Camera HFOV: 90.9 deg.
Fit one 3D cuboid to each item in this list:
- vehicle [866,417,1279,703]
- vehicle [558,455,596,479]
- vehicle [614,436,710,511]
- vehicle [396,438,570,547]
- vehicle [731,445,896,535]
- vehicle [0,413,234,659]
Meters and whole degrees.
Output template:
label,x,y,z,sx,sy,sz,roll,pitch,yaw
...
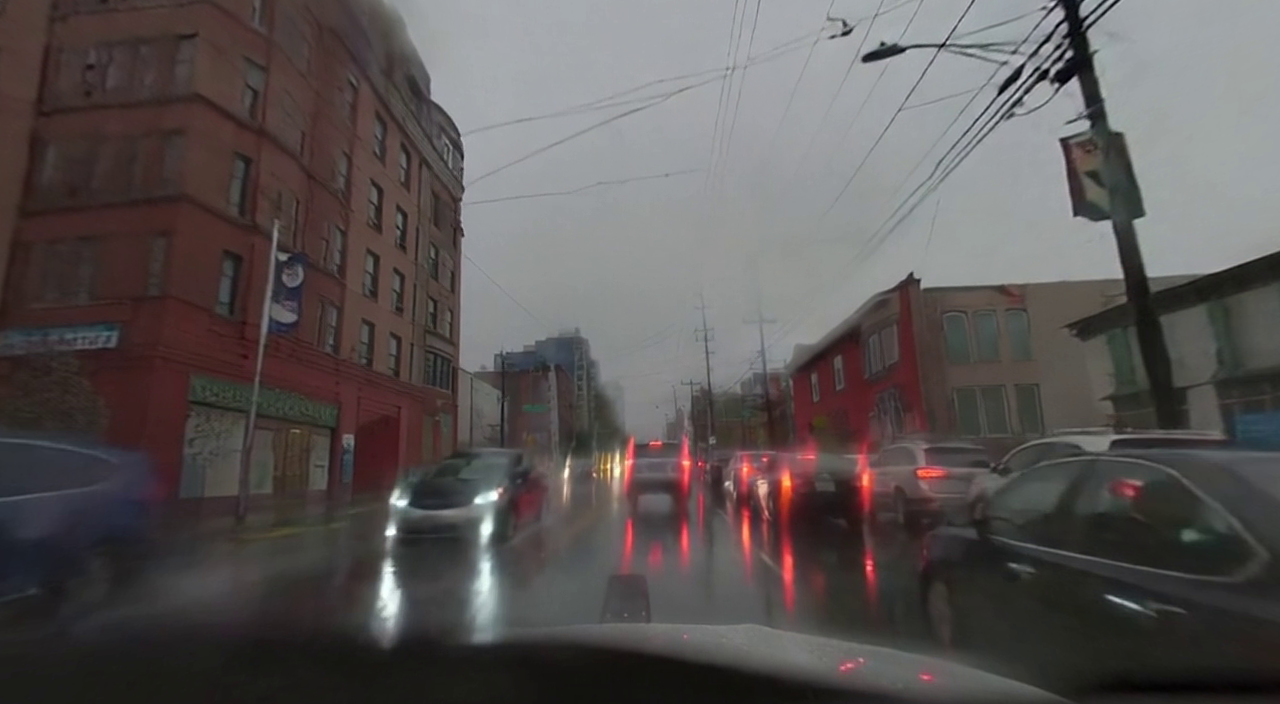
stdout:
label,x,y,z,sx,sy,sz,roll,pitch,yaw
vehicle,2.853,1.086,2.936,2.029,1.460,4.451,-1,-8,1
vehicle,-4.247,7.823,43.088,1.966,1.470,4.528,-1,-8,2
vehicle,0.530,3.153,16.862,2.232,1.736,4.036,0,-8,0
vehicle,-2.642,2.473,11.825,2.023,1.646,4.282,-1,-8,2
vehicle,3.322,2.727,13.275,2.116,1.487,4.988,-1,-8,1
vehicle,-5.591,1.373,4.809,1.962,1.755,4.423,-1,-8,1
